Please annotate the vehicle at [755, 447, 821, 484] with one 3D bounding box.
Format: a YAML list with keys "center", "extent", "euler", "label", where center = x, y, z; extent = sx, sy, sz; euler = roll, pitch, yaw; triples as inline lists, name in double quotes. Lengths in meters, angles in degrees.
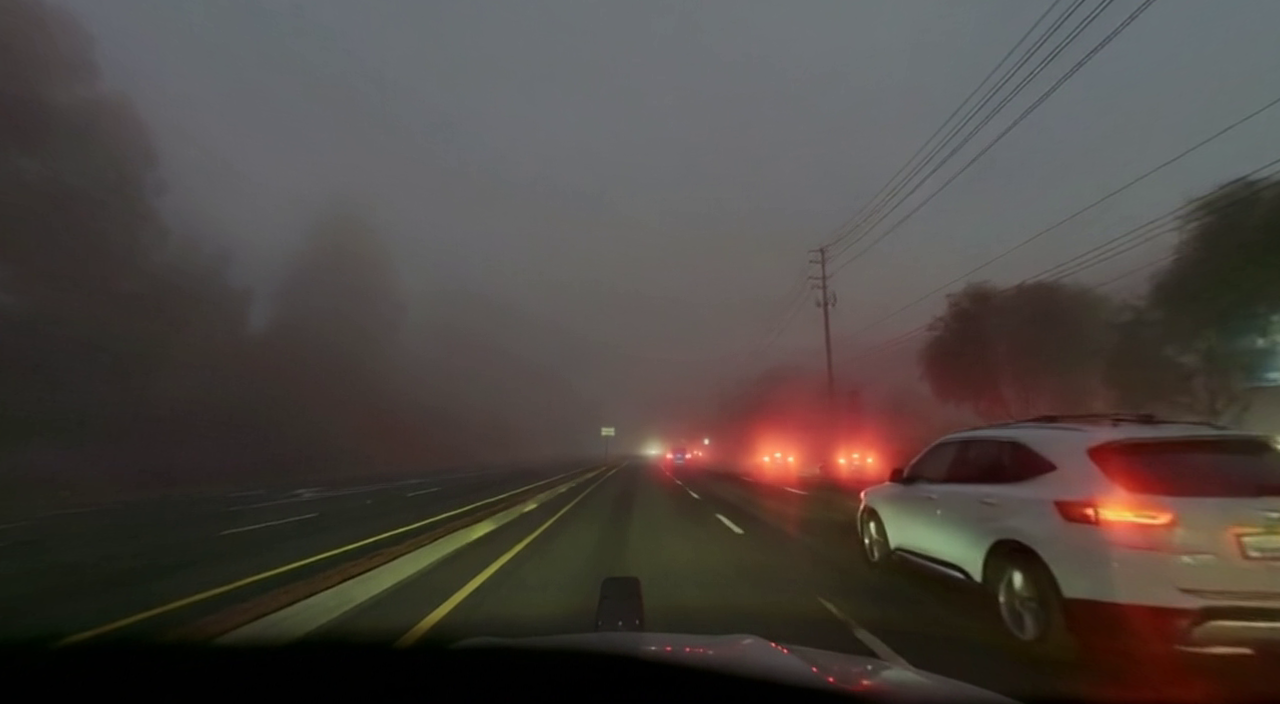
- center: [6.462, 4.984, 28.145]
  extent: [1.882, 1.476, 4.344]
  euler: [0, -8, 0]
  label: "vehicle"

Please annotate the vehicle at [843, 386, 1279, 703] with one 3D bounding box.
- center: [3.341, 1.295, 5.016]
  extent: [2.078, 1.668, 4.078]
  euler: [0, -9, 0]
  label: "vehicle"
